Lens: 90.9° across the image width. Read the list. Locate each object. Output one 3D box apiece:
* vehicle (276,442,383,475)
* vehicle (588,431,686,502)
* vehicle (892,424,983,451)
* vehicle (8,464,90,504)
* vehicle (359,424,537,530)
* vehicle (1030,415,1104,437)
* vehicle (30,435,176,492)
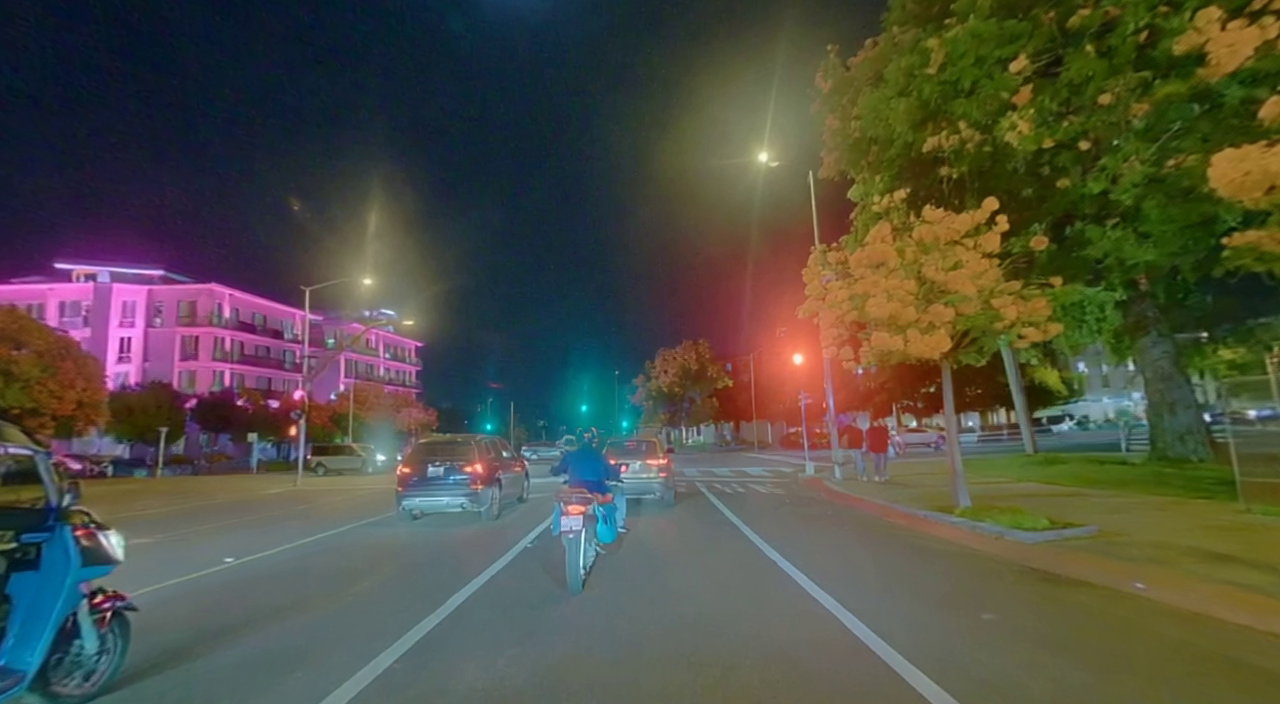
[{"bbox_3d":[-18.196,6.248,37.090,5.226,1.840,2.016,-1,-9,2],"label":"vehicle"},{"bbox_3d":[-0.034,2.681,15.124,2.025,1.458,4.085,0,-9,1],"label":"vehicle"},{"bbox_3d":[17.689,5.124,37.507,4.661,1.456,1.862,-5,-10,31],"label":"vehicle"},{"bbox_3d":[-24.196,5.364,25.911,1.495,1.345,3.336,3,-8,-27],"label":"vehicle"},{"bbox_3d":[-3.295,2.231,11.773,1.935,1.615,4.073,-1,-9,2],"label":"vehicle"},{"bbox_3d":[30.907,5.421,45.657,1.751,1.420,4.027,7,-11,-42],"label":"vehicle"},{"bbox_3d":[-28.803,5.954,33.977,5.890,2.393,2.346,-5,-7,0],"label":"vehicle"}]
